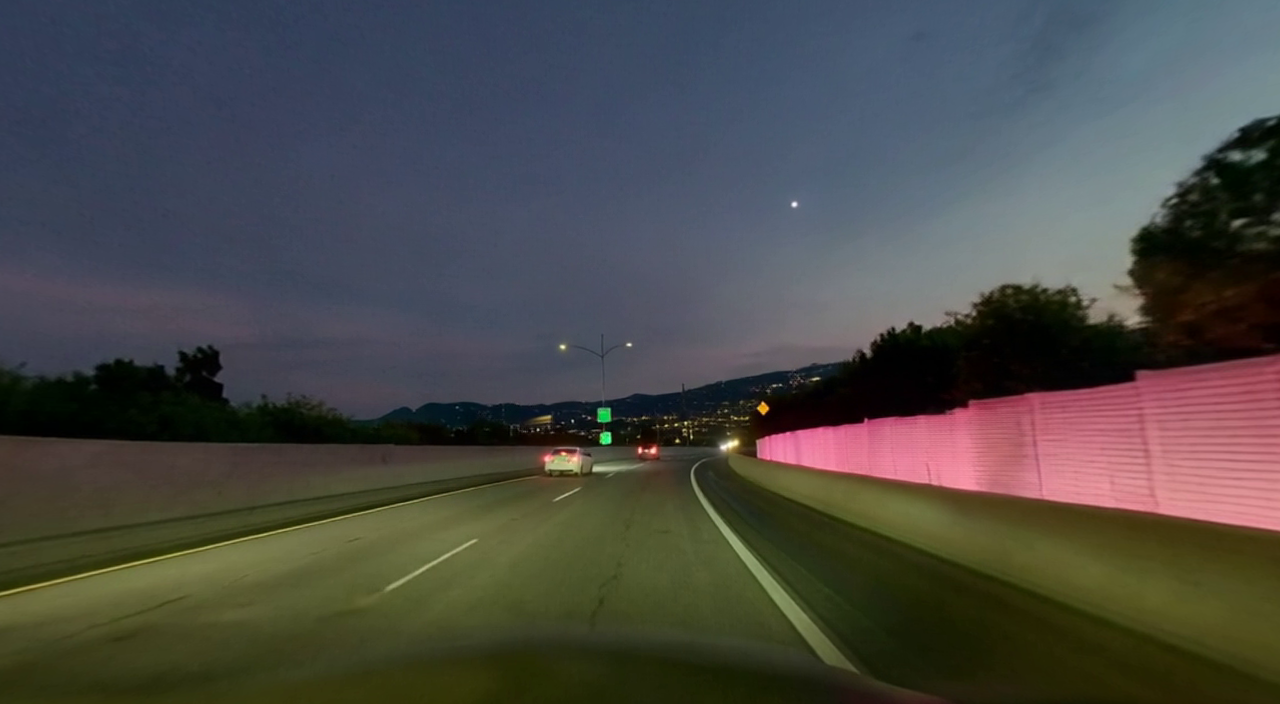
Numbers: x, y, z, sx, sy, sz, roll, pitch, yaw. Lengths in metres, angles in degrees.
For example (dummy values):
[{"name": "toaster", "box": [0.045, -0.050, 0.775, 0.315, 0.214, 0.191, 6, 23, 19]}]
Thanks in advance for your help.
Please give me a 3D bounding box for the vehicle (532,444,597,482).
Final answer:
[{"name": "vehicle", "box": [-2.986, 4.499, 25.881, 1.746, 1.405, 4.339, -1, -9, 5]}]
